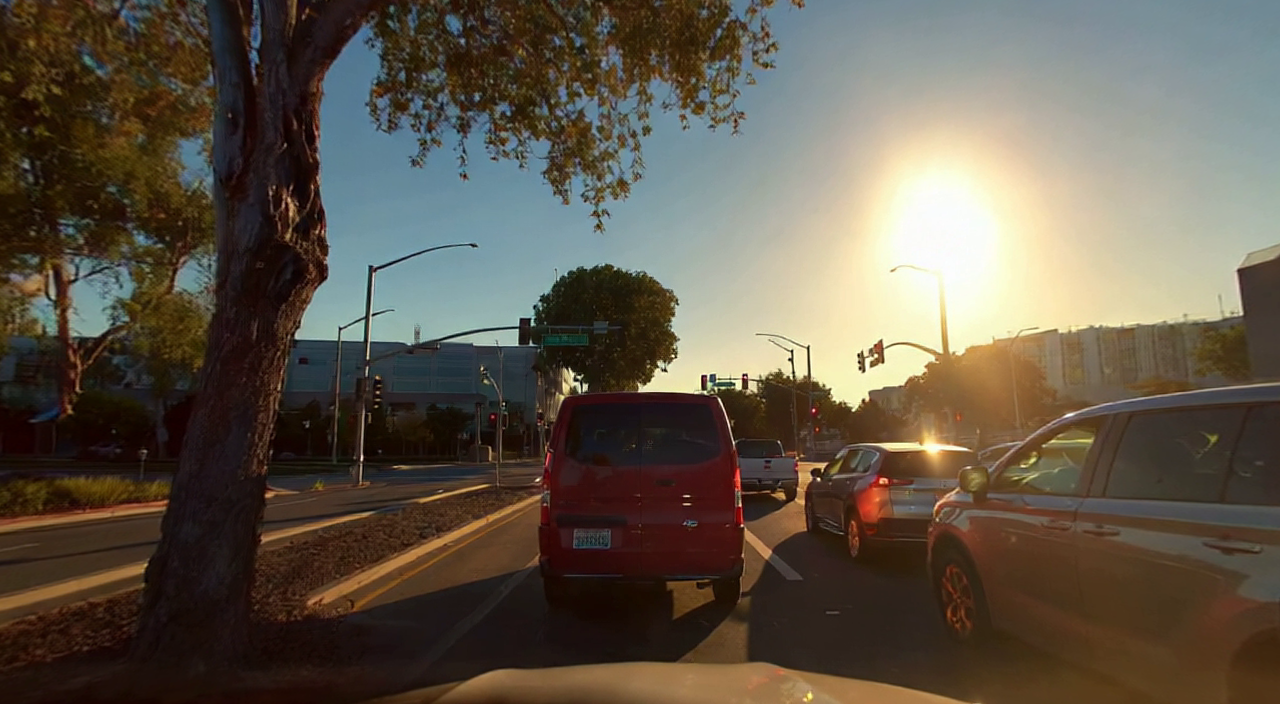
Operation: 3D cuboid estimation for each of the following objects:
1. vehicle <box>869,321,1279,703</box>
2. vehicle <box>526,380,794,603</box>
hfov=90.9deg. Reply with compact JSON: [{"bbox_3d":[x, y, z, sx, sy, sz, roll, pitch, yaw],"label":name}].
[{"bbox_3d":[2.902,0.943,3.167,1.971,1.663,4.287,0,-8,1],"label":"vehicle"},{"bbox_3d":[0.175,1.463,7.434,2.185,1.822,4.391,0,-8,0],"label":"vehicle"}]
